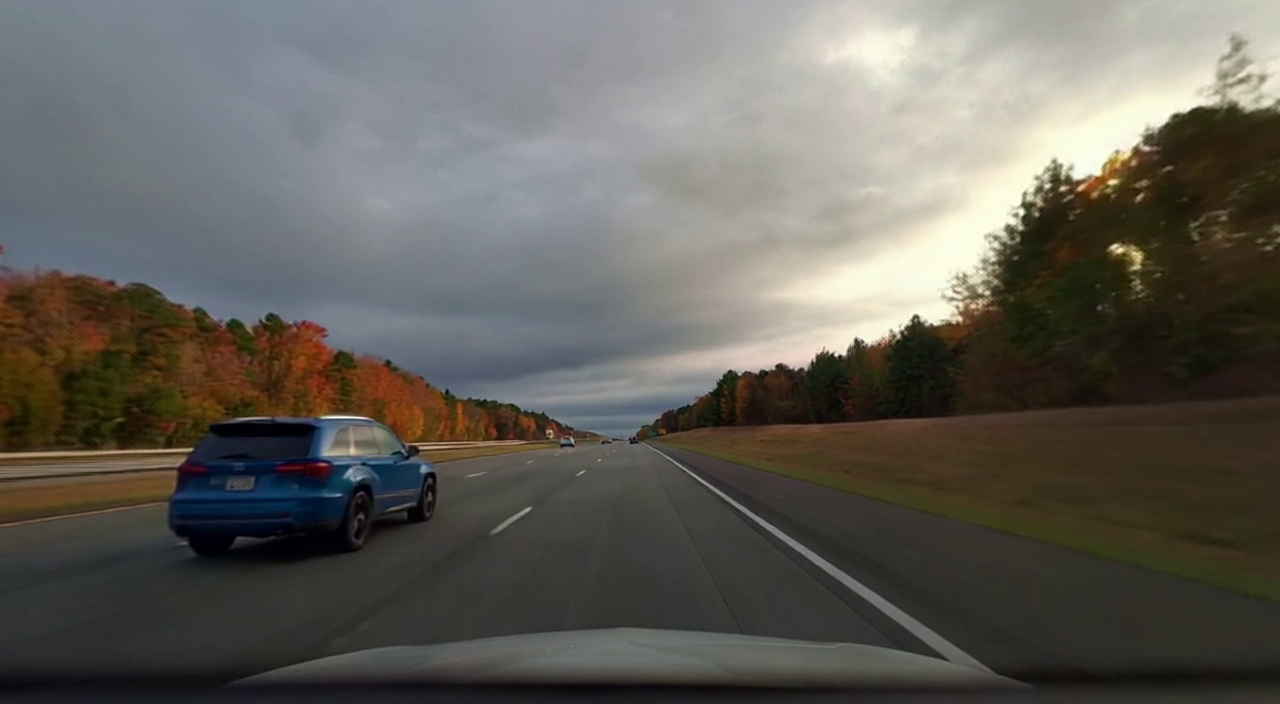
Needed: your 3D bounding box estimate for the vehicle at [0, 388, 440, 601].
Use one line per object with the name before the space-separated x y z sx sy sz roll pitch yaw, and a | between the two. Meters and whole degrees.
vehicle | -4.119 1.431 7.294 2.057 1.666 4.552 0 -8 1
